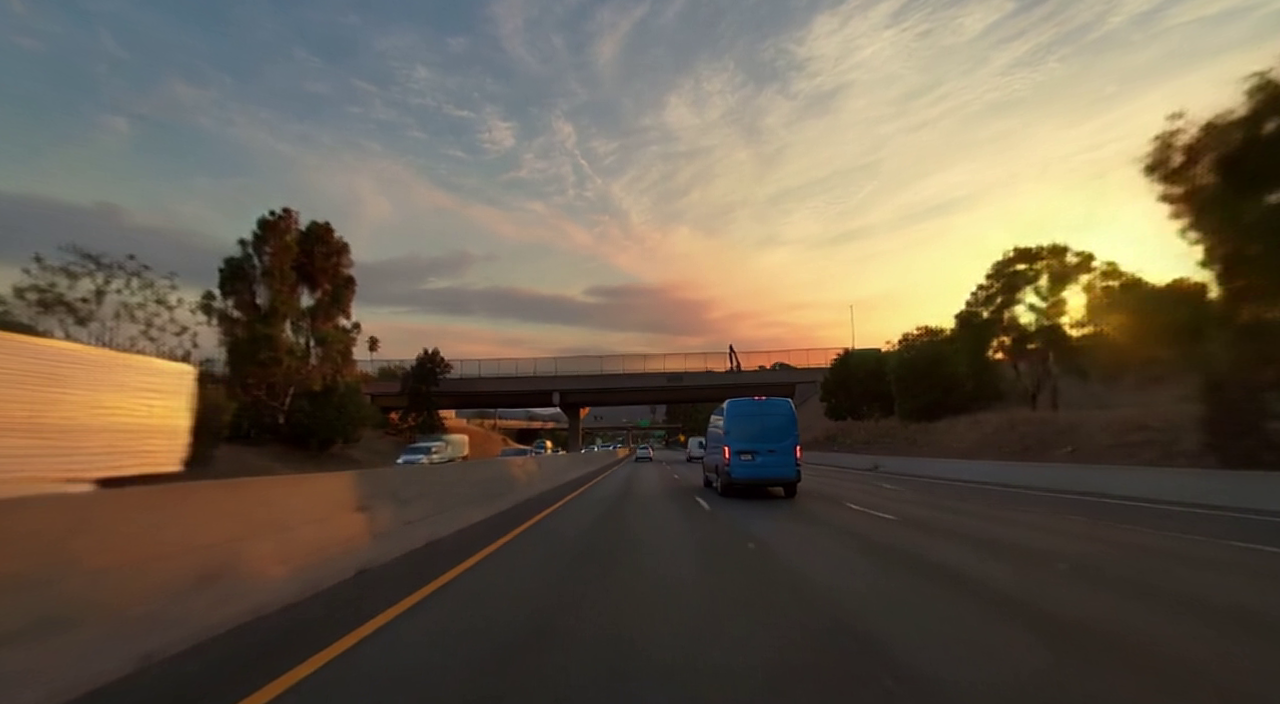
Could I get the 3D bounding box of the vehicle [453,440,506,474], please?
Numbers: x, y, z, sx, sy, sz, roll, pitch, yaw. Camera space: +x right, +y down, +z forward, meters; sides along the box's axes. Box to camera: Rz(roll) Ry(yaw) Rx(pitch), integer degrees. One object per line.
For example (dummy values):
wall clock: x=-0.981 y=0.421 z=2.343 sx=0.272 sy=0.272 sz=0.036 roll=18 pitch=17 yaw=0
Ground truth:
vehicle: x=-10.713 y=7.057 z=42.519 sx=2.122 sy=2.169 sz=5.020 roll=0 pitch=-9 yaw=1

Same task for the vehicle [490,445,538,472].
vehicle: x=-7.356 y=6.273 z=37.265 sx=1.902 sy=1.496 sz=4.320 roll=0 pitch=-9 yaw=1

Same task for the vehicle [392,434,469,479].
vehicle: x=-14.614 y=7.381 z=44.689 sx=3.167 sy=2.873 sz=6.515 roll=0 pitch=-9 yaw=0

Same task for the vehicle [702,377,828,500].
vehicle: x=3.564 y=2.756 z=19.808 sx=2.460 sy=3.155 sz=6.902 roll=0 pitch=-9 yaw=0

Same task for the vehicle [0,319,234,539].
vehicle: x=-15.339 y=1.456 z=12.242 sx=3.234 sy=4.648 sz=17.365 roll=0 pitch=-9 yaw=1
